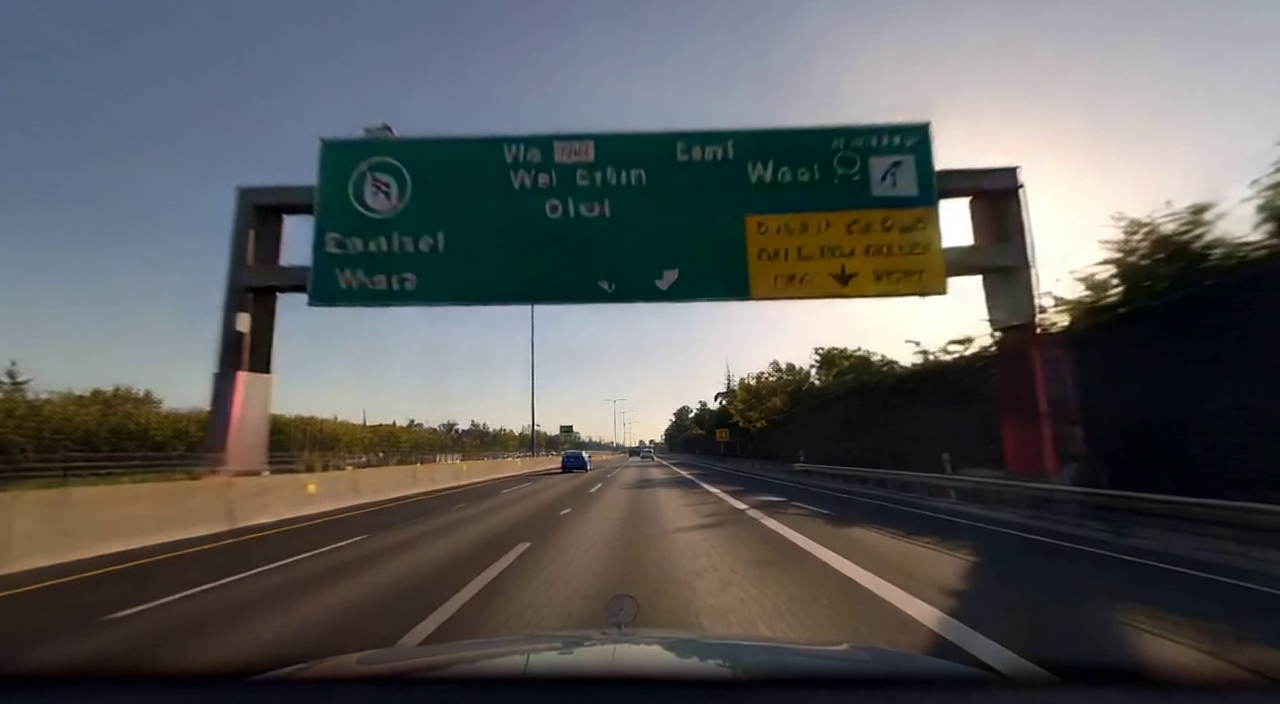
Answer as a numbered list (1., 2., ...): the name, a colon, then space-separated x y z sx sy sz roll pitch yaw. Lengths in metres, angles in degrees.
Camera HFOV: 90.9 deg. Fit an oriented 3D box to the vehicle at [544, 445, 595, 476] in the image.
1. vehicle: -3.736 5.858 34.222 2.160 1.552 4.592 0 -9 1
